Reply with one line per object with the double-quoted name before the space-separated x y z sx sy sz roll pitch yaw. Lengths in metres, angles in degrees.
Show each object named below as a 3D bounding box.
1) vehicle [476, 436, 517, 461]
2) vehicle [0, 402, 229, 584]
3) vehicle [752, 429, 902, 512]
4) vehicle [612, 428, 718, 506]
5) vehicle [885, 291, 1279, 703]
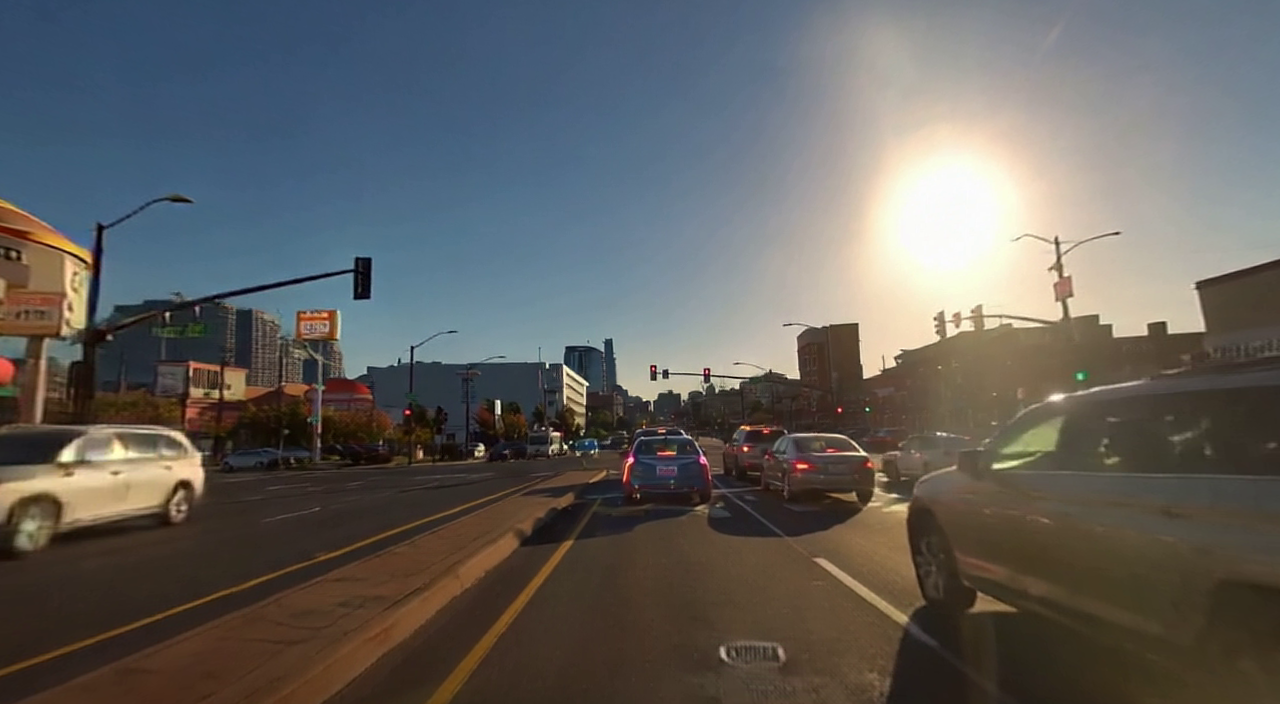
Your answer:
"vehicle" -11.249 7.601 49.657 2.122 1.829 4.559 0 -8 1
"vehicle" -7.623 1.666 8.193 2.106 1.751 4.554 1 -8 -10
"vehicle" 3.778 2.462 13.659 1.883 1.480 4.489 0 -8 0
"vehicle" 0.482 2.544 14.371 2.073 1.496 3.892 0 -8 0
"vehicle" 3.160 0.831 3.005 2.038 1.787 4.946 0 -8 1
